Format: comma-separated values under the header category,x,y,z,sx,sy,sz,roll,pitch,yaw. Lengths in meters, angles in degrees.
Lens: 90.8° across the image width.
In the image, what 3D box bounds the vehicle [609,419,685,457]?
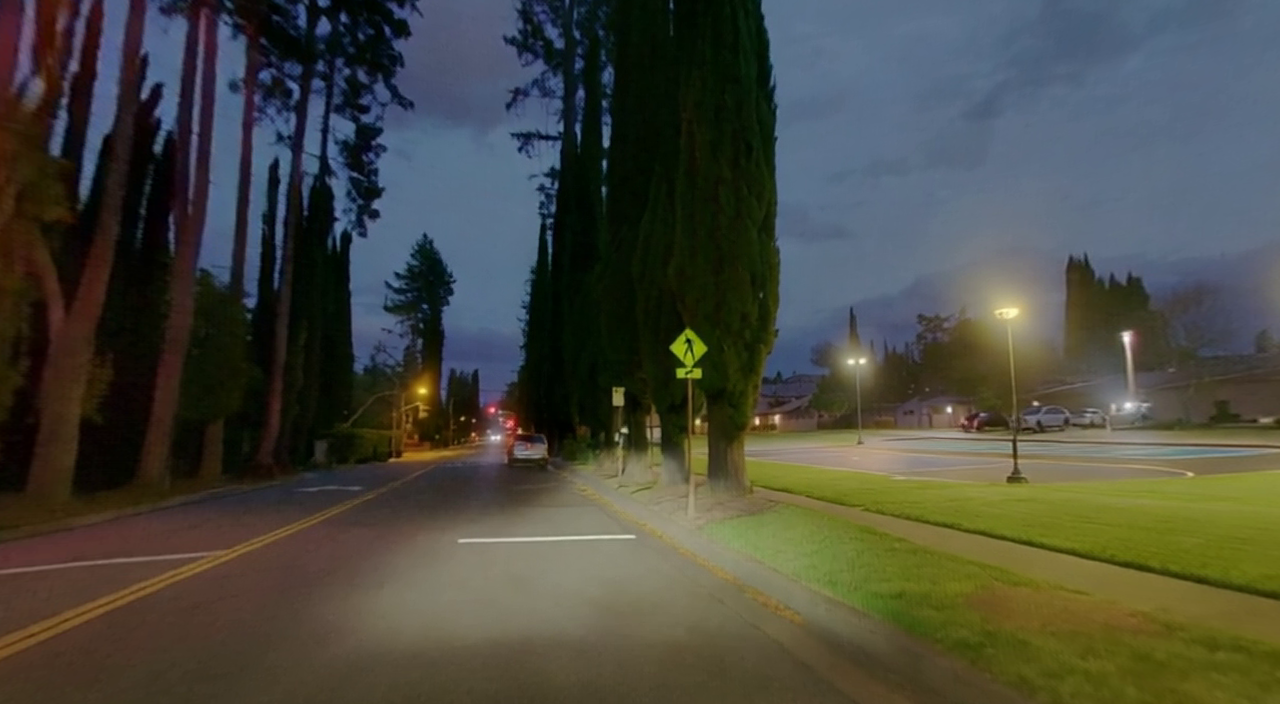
category,x,y,z,sx,sy,sz,roll,pitch,yaw
vehicle,0.488,5.155,38.013,1.954,1.696,4.390,-9,-5,44

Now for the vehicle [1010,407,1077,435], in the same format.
category,x,y,z,sx,sy,sz,roll,pitch,yaw
vehicle,25.121,4.343,39.306,4.481,1.634,1.973,6,-11,-37

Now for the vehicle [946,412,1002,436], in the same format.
category,x,y,z,sx,sy,sz,roll,pitch,yaw
vehicle,24.047,5.209,45.409,4.245,1.601,1.912,7,-11,-39

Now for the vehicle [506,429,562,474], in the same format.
category,x,y,z,sx,sy,sz,roll,pitch,yaw
vehicle,-4.755,4.347,27.827,2.204,1.776,4.262,2,-9,-12
